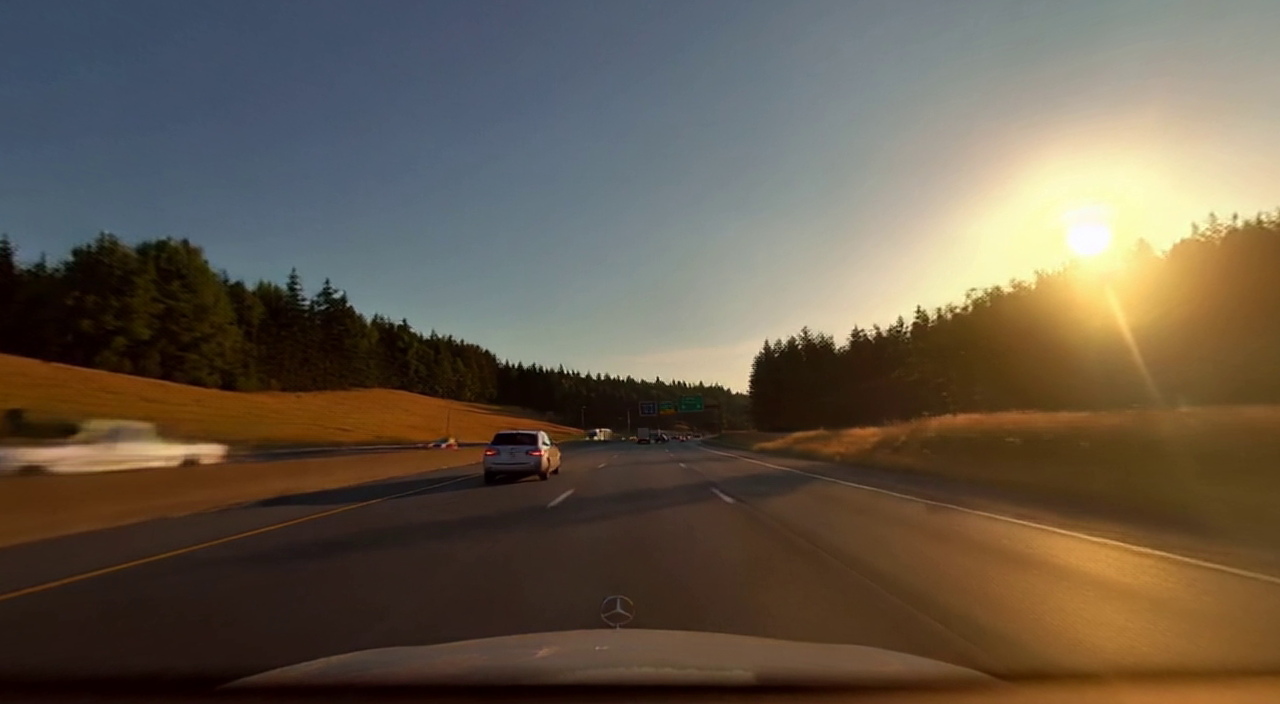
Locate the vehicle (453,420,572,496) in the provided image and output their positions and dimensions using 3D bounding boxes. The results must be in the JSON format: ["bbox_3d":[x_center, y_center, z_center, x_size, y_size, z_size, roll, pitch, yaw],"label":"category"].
[{"bbox_3d":[-3.006,2.593,15.844,2.084,1.654,4.080,0,-8,1],"label":"vehicle"}]
